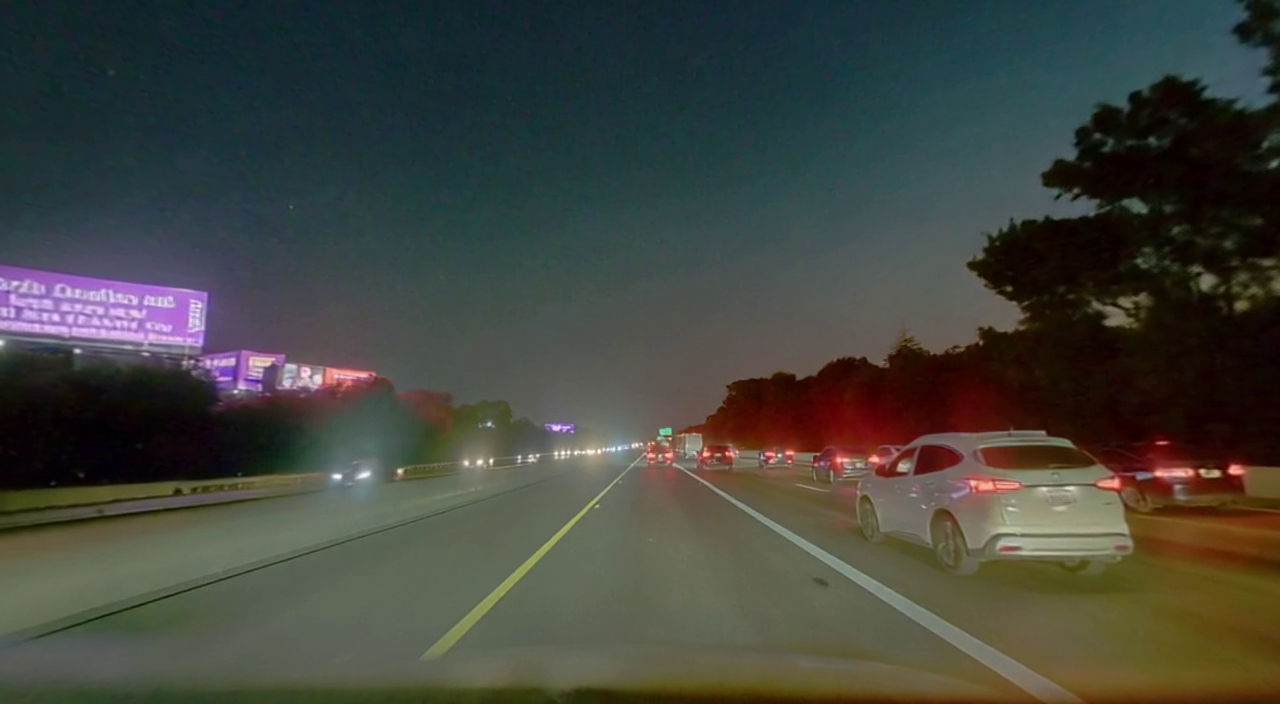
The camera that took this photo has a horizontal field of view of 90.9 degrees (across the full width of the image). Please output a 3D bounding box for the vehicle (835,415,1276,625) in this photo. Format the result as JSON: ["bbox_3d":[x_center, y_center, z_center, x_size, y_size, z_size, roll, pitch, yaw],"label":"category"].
[{"bbox_3d":[3.925,1.622,7.157,1.989,1.609,4.355,0,-8,0],"label":"vehicle"}]

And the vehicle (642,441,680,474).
[{"bbox_3d":[1.211,6.272,37.683,2.145,1.832,4.004,0,-8,1],"label":"vehicle"}]

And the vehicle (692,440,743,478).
[{"bbox_3d":[4.011,5.612,33.436,2.075,1.845,4.667,0,-8,-1],"label":"vehicle"}]

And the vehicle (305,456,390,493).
[{"bbox_3d":[-13.297,5.565,28.992,1.843,1.461,4.292,-1,-8,1],"label":"vehicle"}]
